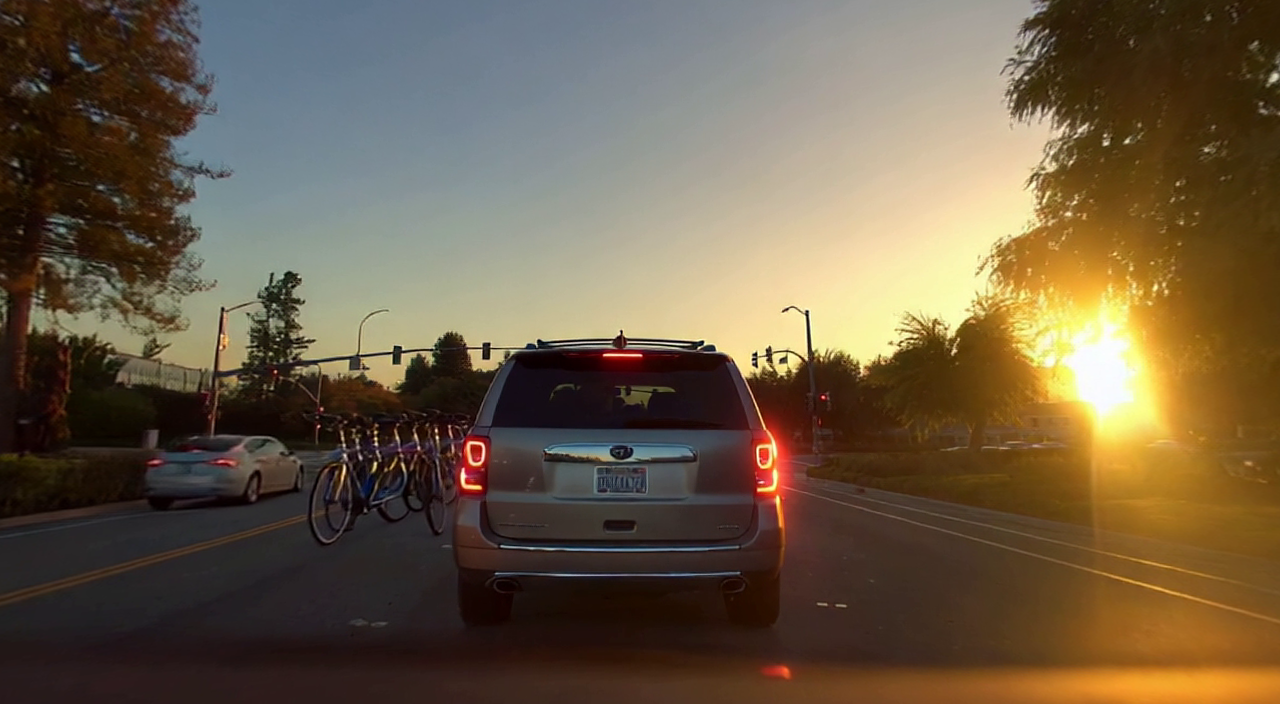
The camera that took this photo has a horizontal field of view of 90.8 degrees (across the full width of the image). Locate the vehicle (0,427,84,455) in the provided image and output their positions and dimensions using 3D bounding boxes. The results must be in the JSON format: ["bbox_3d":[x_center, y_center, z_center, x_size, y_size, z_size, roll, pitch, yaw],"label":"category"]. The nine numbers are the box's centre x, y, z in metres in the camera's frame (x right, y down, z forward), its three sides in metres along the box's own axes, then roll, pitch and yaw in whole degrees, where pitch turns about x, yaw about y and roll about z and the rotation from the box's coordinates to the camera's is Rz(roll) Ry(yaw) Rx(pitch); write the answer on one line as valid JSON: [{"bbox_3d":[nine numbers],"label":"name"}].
[{"bbox_3d":[-36.693,5.405,38.354,3.926,1.536,1.731,-1,-8,-8],"label":"vehicle"}]

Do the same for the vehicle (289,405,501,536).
[{"bbox_3d":[-4.131,2.116,11.894,2.337,1.858,5.409,1,-9,-6],"label":"vehicle"}]

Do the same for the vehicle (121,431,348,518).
[{"bbox_3d":[-8.204,2.501,13.447,2.024,1.511,4.550,0,-8,-4],"label":"vehicle"}]

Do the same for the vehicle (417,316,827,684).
[{"bbox_3d":[-0.235,1.159,6.004,2.333,2.087,4.586,0,-8,-4],"label":"vehicle"}]

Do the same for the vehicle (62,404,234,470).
[{"bbox_3d":[-30.829,5.389,39.934,8.040,3.335,3.070,-3,-9,-8],"label":"vehicle"}]
